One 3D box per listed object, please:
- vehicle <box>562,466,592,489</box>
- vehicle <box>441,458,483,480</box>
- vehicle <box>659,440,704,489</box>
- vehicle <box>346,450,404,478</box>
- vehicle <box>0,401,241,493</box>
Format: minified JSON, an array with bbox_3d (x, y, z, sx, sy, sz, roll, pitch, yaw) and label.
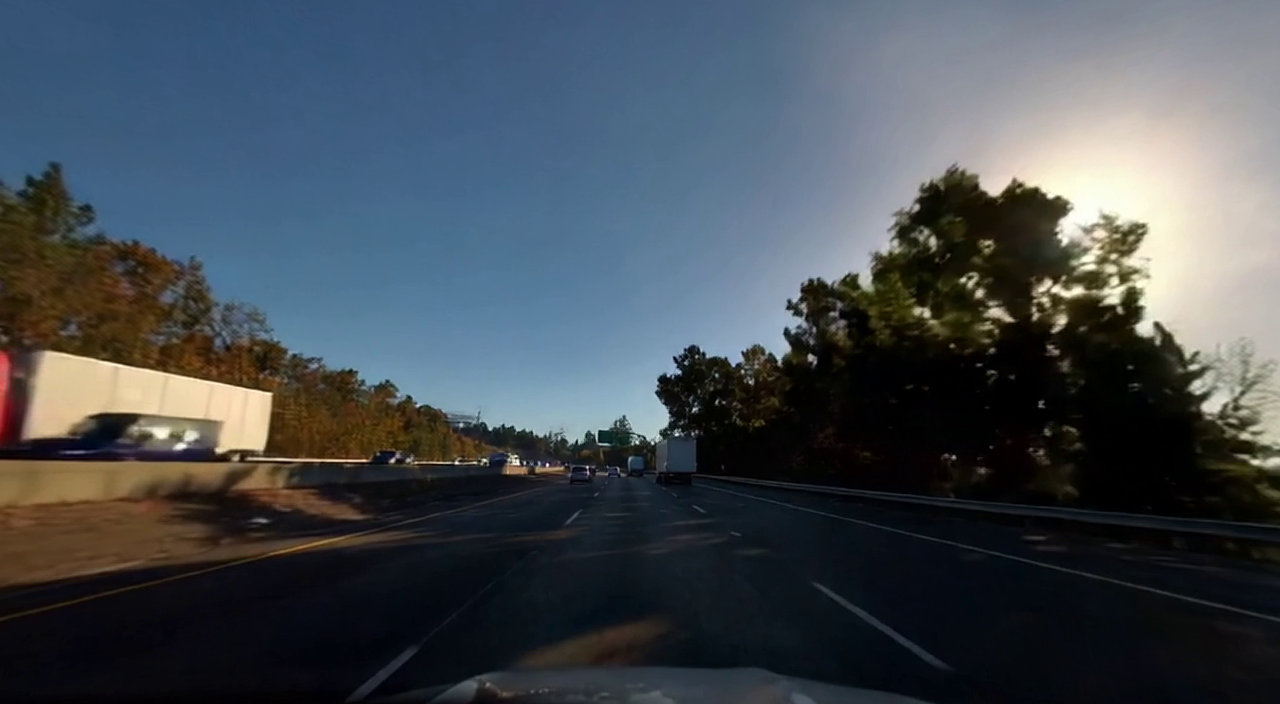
[{"bbox_3d":[-4.381,8.823,44.302,1.868,1.485,3.770,1,-11,-2],"label":"vehicle"},{"bbox_3d":[-12.584,8.303,44.768,1.850,1.415,4.233,1,-11,-2],"label":"vehicle"},{"bbox_3d":[3.097,8.770,49.172,2.738,3.456,7.520,1,-11,-2],"label":"vehicle"},{"bbox_3d":[-16.175,6.889,38.656,1.854,1.582,3.969,1,-11,-2],"label":"vehicle"},{"bbox_3d":[-12.030,2.305,14.807,2.058,1.786,4.890,1,-11,-1],"label":"vehicle"}]
